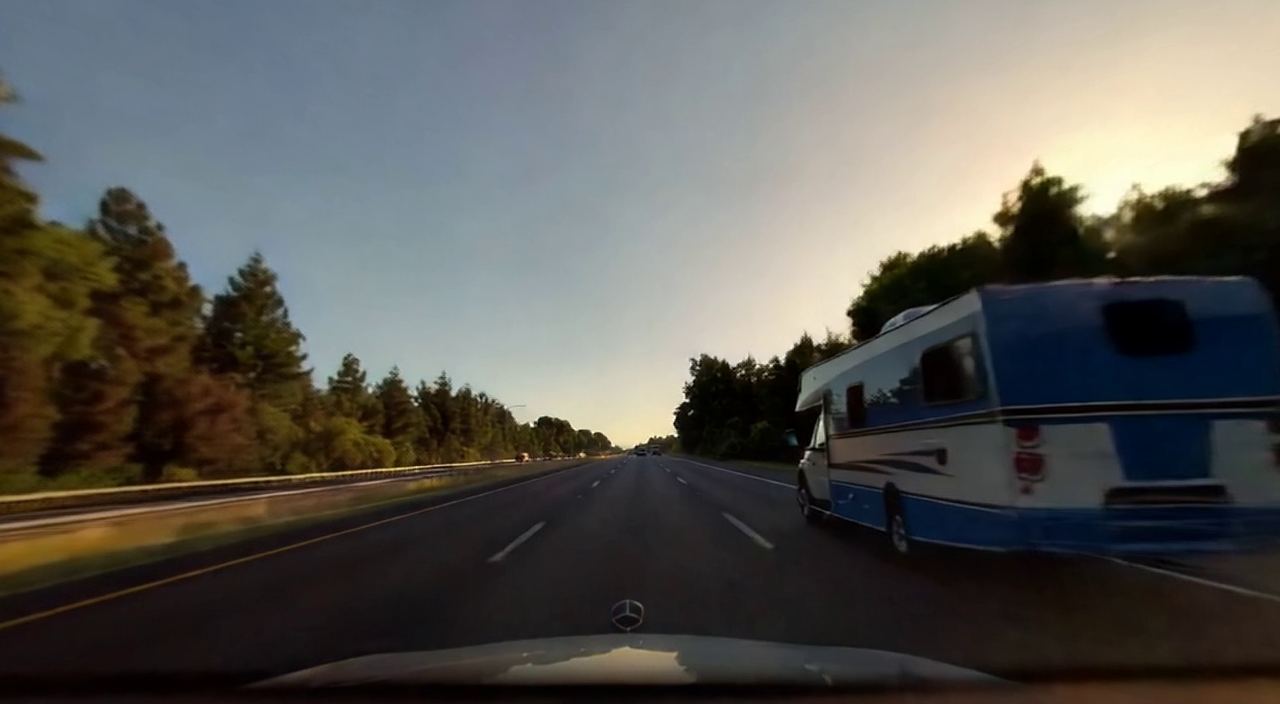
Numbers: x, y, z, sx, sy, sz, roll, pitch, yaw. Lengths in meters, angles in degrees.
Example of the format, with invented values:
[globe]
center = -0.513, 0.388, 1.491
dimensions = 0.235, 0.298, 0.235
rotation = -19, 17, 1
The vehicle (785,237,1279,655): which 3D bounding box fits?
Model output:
[vehicle]
center = 3.768, 1.043, 7.339
dimensions = 2.556, 2.763, 6.287
rotation = 0, -9, -1
